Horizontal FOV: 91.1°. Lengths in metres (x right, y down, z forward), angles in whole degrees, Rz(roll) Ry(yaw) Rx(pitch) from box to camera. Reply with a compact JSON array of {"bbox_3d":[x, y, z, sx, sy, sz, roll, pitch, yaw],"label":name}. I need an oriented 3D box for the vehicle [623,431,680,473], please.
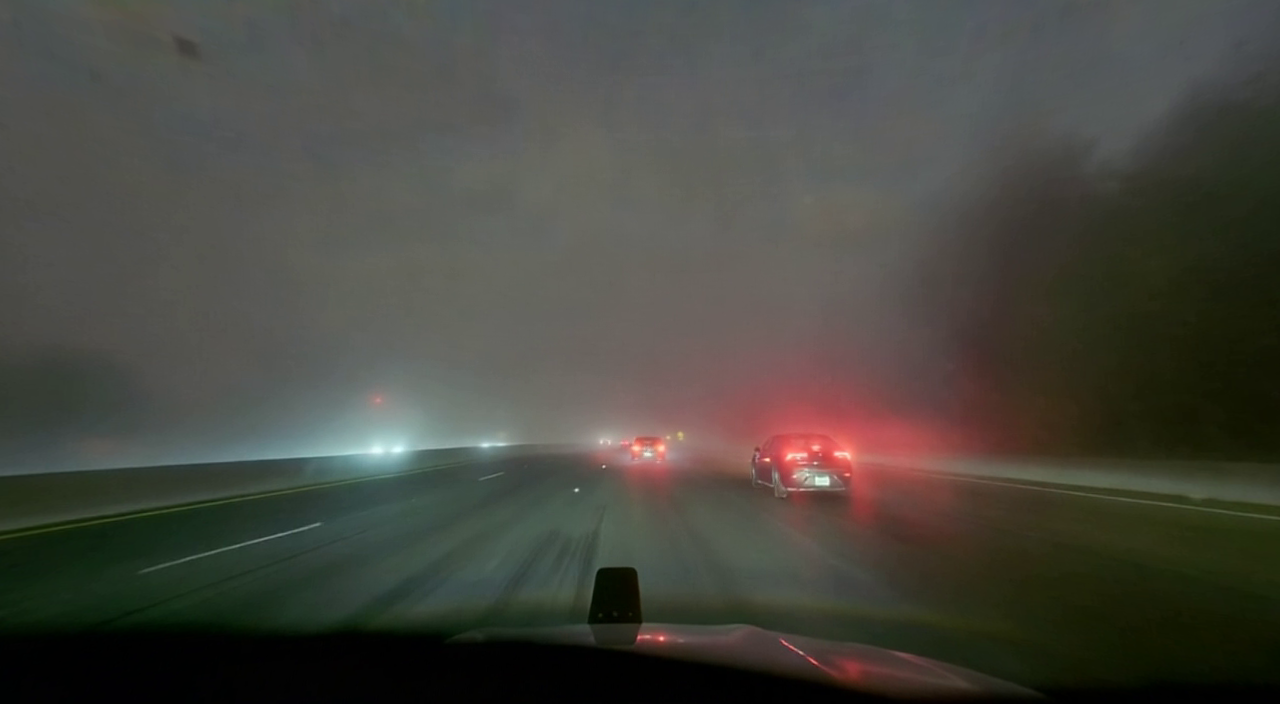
[{"bbox_3d":[0.389,3.842,24.480,2.046,1.467,3.844,0,-8,-1],"label":"vehicle"}]
